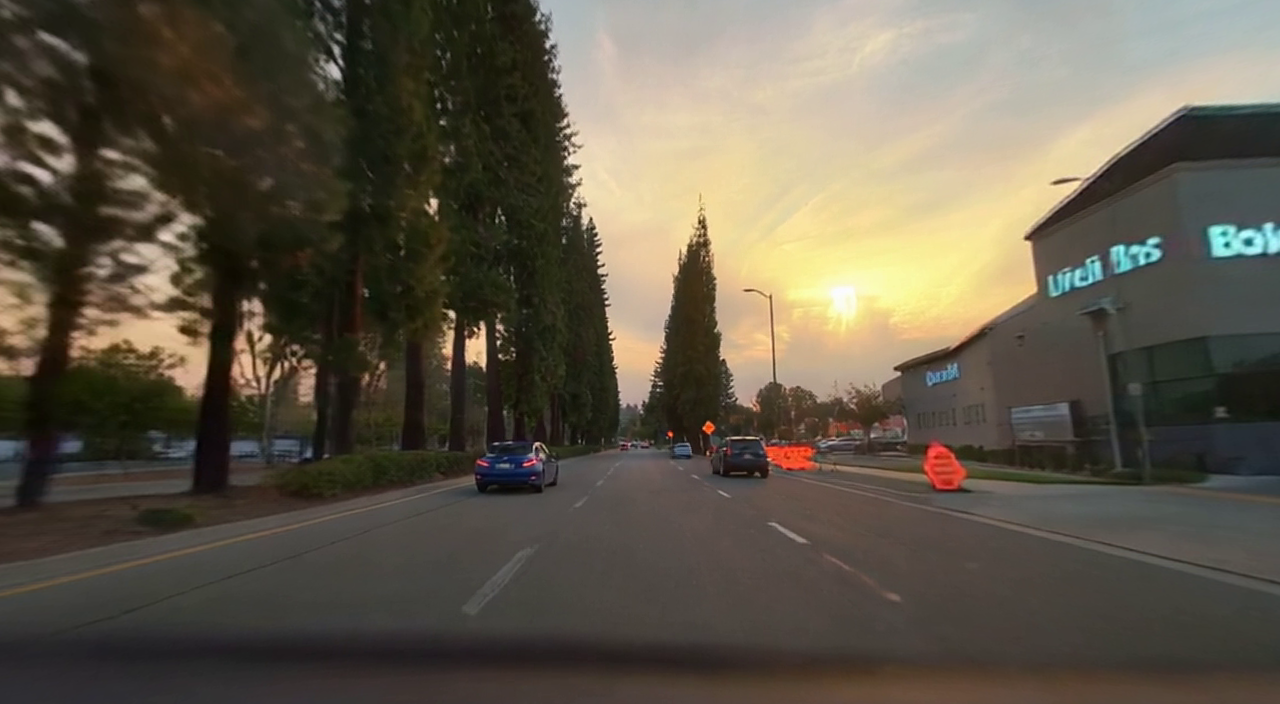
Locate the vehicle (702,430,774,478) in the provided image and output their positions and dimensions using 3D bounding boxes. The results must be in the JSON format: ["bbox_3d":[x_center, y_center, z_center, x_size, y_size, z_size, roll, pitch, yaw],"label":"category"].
[{"bbox_3d":[3.957,4.227,26.403,2.159,1.793,4.735,0,-8,-1],"label":"vehicle"}]

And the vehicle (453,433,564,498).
[{"bbox_3d":[-3.247,2.896,16.511,2.020,1.474,4.098,0,-9,0],"label":"vehicle"}]

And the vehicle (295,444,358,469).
[{"bbox_3d":[-21.588,7.190,43.744,1.958,1.641,4.663,0,-9,1],"label":"vehicle"}]
